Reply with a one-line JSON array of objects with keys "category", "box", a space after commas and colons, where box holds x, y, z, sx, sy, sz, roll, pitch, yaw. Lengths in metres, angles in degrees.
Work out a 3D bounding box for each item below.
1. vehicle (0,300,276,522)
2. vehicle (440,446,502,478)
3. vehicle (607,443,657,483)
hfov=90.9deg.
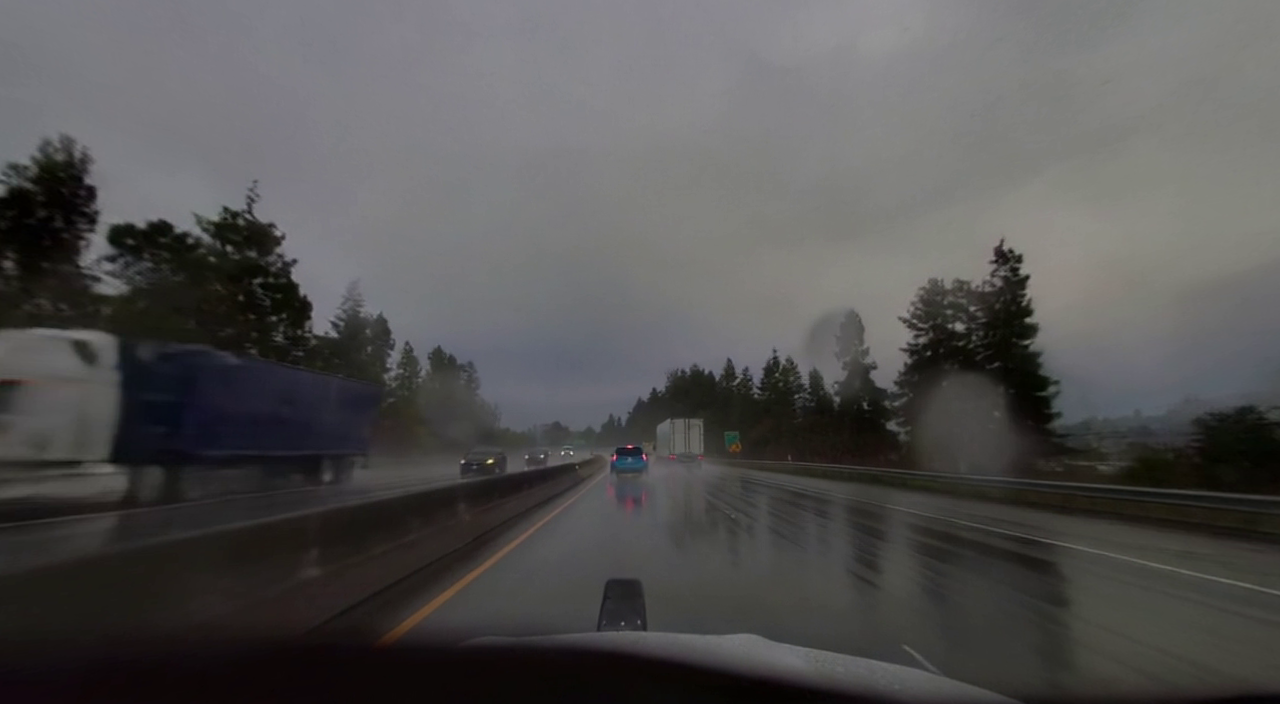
[{"category": "vehicle", "box": [-12.991, 1.671, 15.516, 3.019, 4.044, 8.230, 0, -9, 0]}, {"category": "vehicle", "box": [-8.868, 5.804, 33.434, 1.961, 1.521, 4.766, 0, -9, 0]}, {"category": "vehicle", "box": [-0.393, 5.178, 29.625, 2.190, 1.706, 4.062, 0, -9, -1]}]
